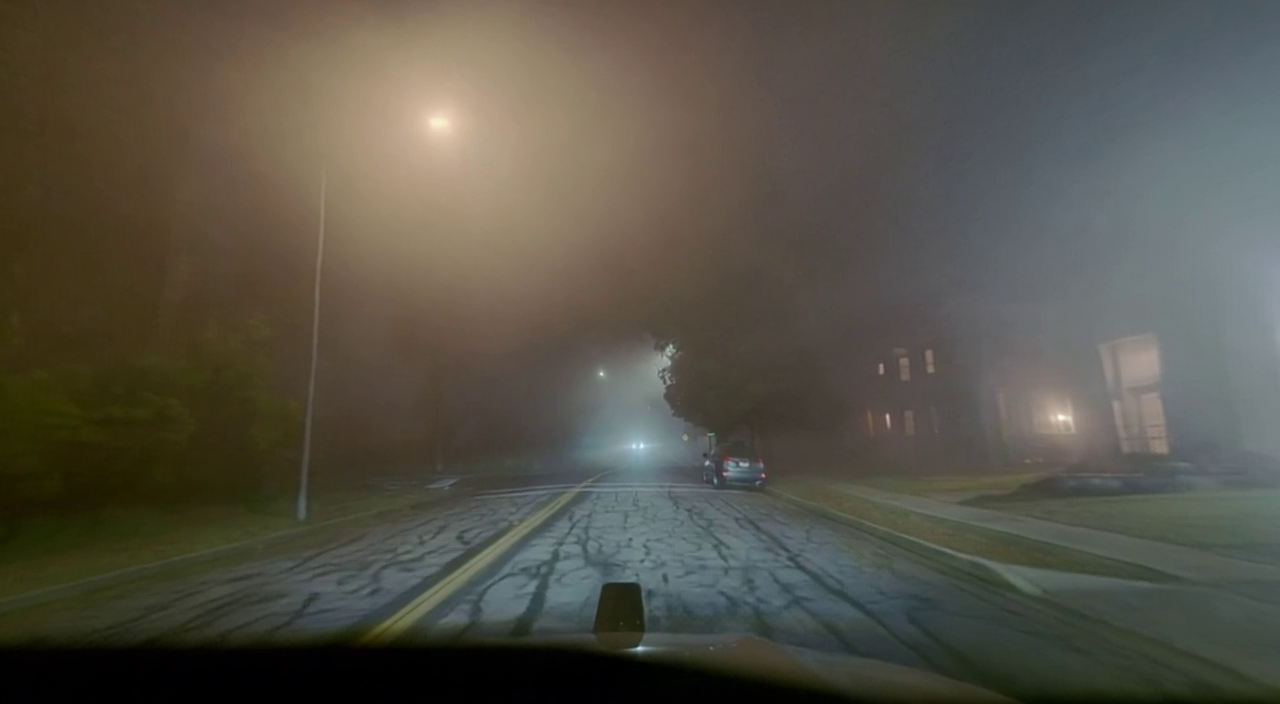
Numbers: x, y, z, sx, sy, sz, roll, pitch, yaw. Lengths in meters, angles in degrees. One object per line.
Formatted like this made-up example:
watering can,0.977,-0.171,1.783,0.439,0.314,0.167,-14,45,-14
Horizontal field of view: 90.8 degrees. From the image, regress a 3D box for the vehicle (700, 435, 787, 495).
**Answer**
vehicle,3.196,3.594,20.477,2.086,1.726,4.384,0,-9,0
